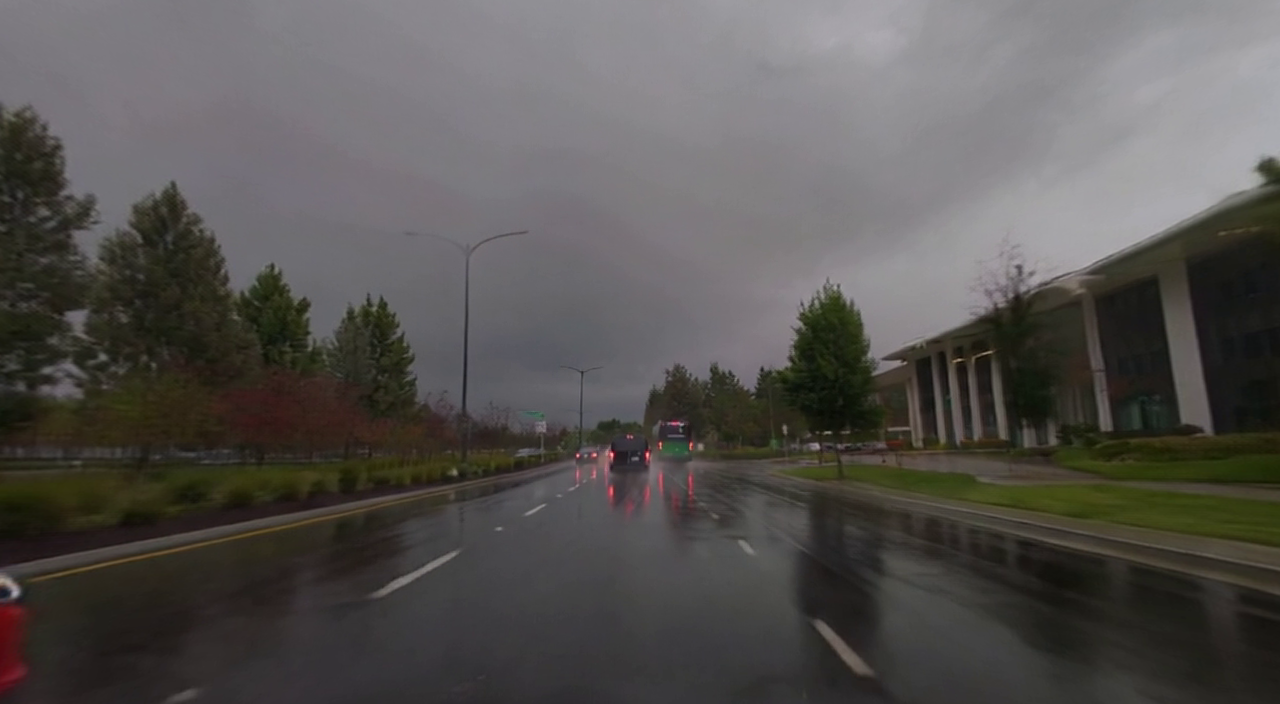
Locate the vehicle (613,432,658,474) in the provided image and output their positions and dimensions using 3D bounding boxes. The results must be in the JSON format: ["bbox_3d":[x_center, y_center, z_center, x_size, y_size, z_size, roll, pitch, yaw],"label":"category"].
[{"bbox_3d":[-0.198,5.597,35.067,2.336,2.122,5.207,0,-9,1],"label":"vehicle"}]

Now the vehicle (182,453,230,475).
[{"bbox_3d":[-32.431,8.335,47.138,2.113,1.537,4.545,8,-12,-42],"label":"vehicle"}]
